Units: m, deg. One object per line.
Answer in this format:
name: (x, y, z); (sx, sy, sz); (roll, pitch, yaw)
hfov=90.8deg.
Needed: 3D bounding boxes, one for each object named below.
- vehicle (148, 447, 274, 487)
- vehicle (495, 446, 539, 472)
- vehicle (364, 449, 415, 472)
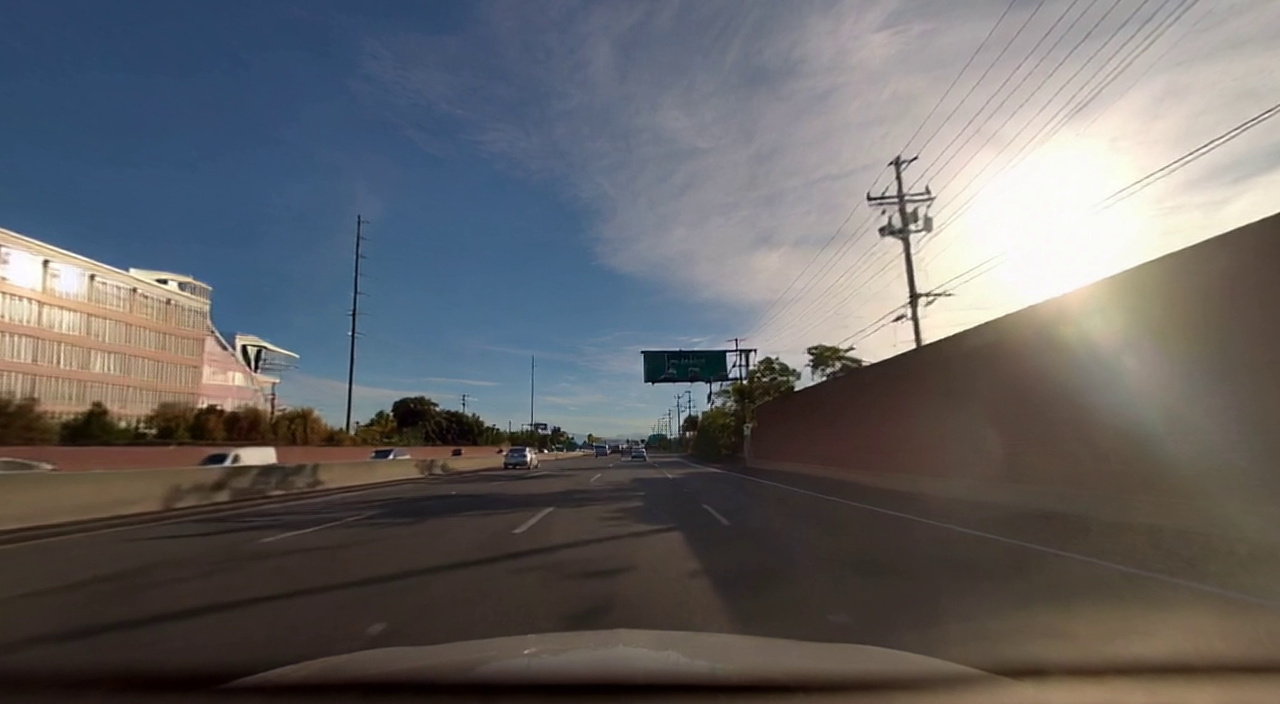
vehicle: (-21.915, 5.864, 32.696); (2.224, 1.859, 6.117); (0, -9, 0)
vehicle: (-7.673, 6.702, 39.745); (2.013, 1.574, 3.923); (0, -8, 0)
vehicle: (-18.237, 7.895, 46.268); (1.871, 1.596, 4.507); (0, -8, 0)
